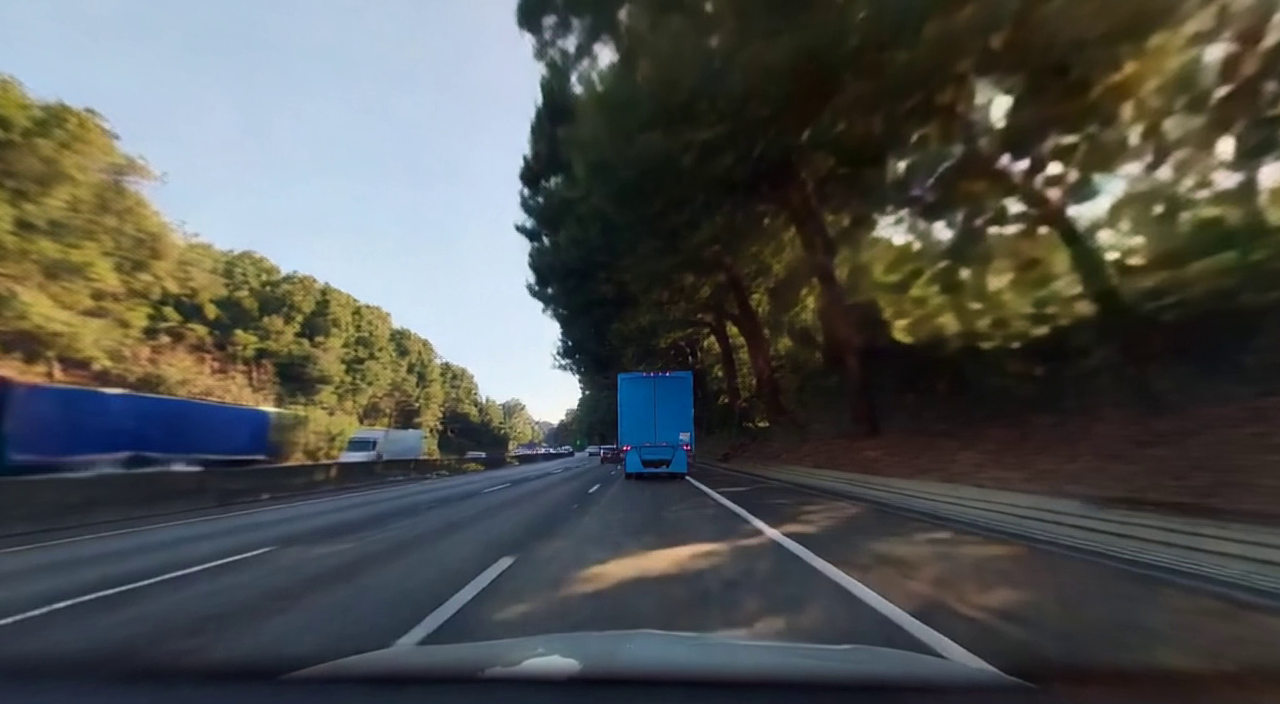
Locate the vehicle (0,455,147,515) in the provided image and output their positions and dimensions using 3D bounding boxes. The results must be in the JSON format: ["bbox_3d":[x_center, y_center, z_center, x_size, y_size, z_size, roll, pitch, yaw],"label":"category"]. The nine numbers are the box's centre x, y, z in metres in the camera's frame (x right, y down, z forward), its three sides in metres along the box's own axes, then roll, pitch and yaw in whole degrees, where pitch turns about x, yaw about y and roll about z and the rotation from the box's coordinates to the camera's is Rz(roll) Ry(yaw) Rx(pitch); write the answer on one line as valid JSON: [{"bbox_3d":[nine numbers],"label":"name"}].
[{"bbox_3d":[-15.828,3.535,17.181,1.774,1.419,3.615,0,-9,1],"label":"vehicle"}]

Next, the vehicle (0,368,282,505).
[{"bbox_3d":[-20.000,3.509,24.974,3.193,3.890,14.599,0,-9,0],"label":"vehicle"}]

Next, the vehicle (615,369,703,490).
[{"bbox_3d":[0.583,3.313,25.860,2.898,3.973,10.063,0,-9,0],"label":"vehicle"}]
